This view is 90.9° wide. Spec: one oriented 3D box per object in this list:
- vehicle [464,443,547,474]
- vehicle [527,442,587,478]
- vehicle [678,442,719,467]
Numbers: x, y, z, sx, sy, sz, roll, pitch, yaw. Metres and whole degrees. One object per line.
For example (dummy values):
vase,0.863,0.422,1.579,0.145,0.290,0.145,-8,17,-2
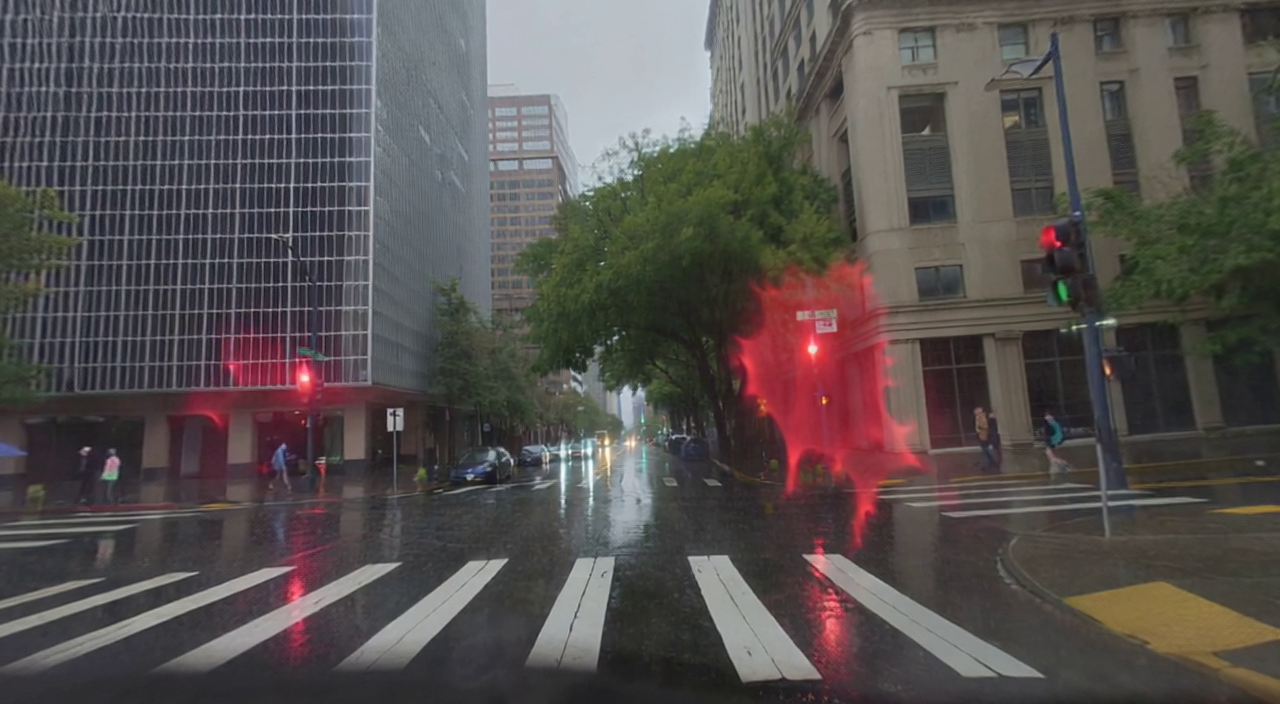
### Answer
vehicle,-8.029,6.375,38.005,4.526,1.726,1.963,8,-12,-44
vehicle,-3.662,4.819,28.494,1.989,1.481,4.500,0,-8,1
vehicle,3.543,6.279,38.855,1.853,1.426,4.160,1,-8,-3
